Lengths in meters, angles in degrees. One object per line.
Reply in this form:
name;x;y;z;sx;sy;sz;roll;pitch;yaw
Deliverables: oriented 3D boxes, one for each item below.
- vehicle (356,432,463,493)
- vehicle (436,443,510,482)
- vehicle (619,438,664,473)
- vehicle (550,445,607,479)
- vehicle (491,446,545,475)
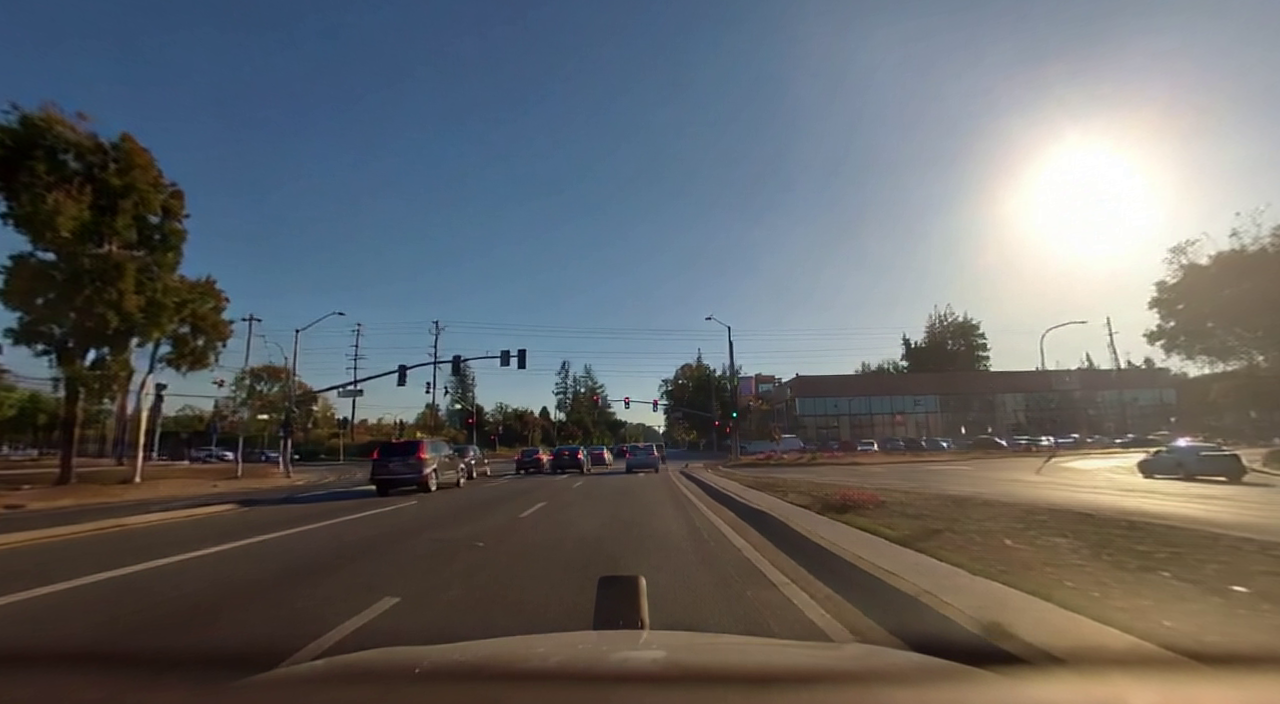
vehicle;-7.335;3.547;20.600;1.860;1.754;4.089;0;-8;1
vehicle;-7.314;4.858;28.082;1.912;1.573;4.299;-1;-8;3
vehicle;0.159;5.824;35.831;2.276;1.850;3.897;-1;-8;4
vehicle;-2.801;5.117;29.687;2.064;1.464;4.373;0;-8;2
vehicle;-6.730;6.032;35.383;1.904;1.449;4.580;-1;-8;3
